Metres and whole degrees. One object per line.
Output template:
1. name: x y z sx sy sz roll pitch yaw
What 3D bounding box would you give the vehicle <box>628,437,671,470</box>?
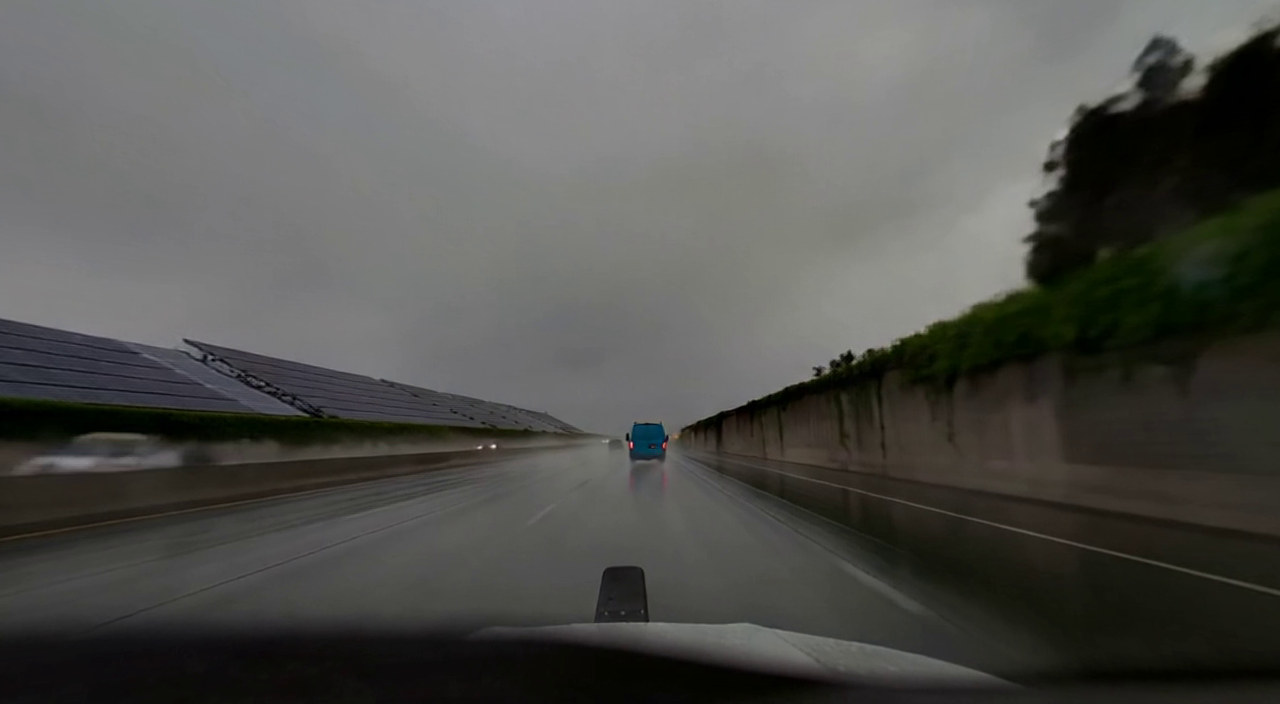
1. vehicle: 0.459 4.952 30.846 1.997 1.484 3.409 0 -8 1
